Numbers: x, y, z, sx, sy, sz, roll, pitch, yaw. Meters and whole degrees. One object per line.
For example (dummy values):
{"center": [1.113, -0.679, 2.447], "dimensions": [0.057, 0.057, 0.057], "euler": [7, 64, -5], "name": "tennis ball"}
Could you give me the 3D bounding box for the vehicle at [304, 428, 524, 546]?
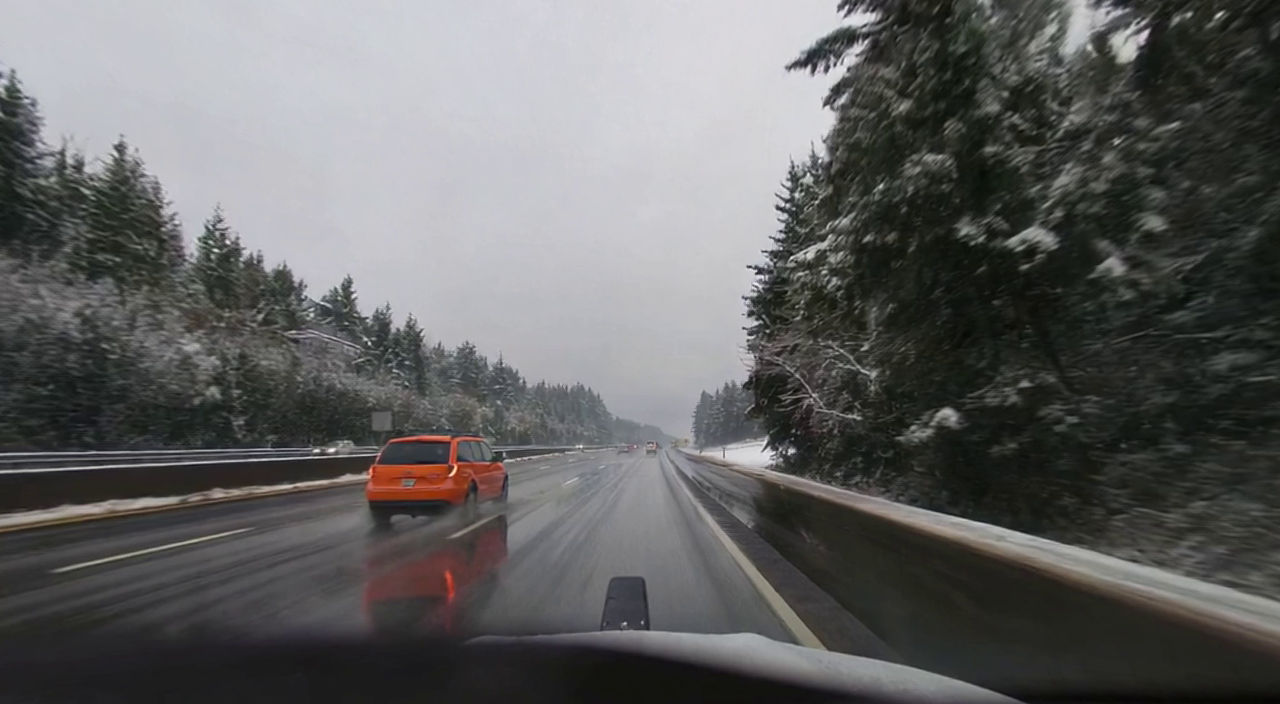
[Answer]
{"center": [-3.438, 2.125, 10.682], "dimensions": [2.015, 1.561, 4.469], "euler": [0, -8, 1], "name": "vehicle"}
